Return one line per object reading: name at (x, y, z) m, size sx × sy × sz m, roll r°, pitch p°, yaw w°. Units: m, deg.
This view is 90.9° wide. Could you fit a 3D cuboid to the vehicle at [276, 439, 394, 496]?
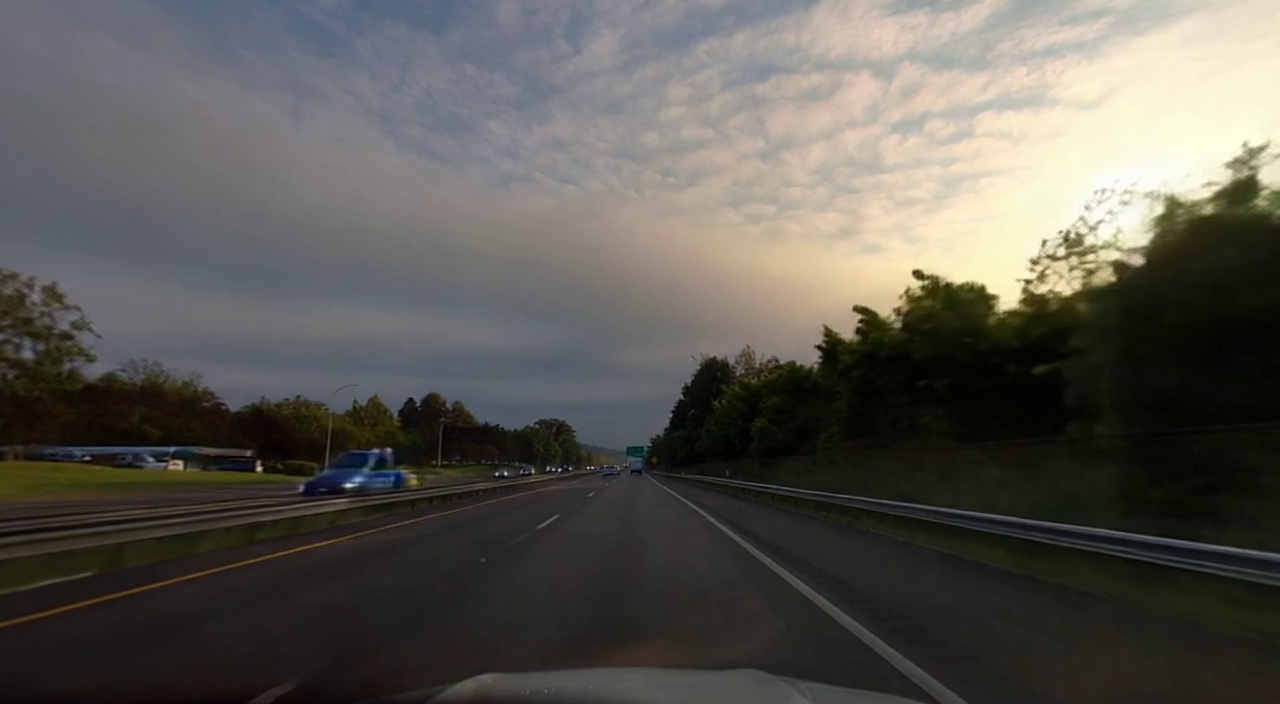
vehicle at (-12.840, 4.953, 27.015) m, size 2.398 × 2.134 × 4.990 m, roll 1°, pitch -10°, yaw 1°
